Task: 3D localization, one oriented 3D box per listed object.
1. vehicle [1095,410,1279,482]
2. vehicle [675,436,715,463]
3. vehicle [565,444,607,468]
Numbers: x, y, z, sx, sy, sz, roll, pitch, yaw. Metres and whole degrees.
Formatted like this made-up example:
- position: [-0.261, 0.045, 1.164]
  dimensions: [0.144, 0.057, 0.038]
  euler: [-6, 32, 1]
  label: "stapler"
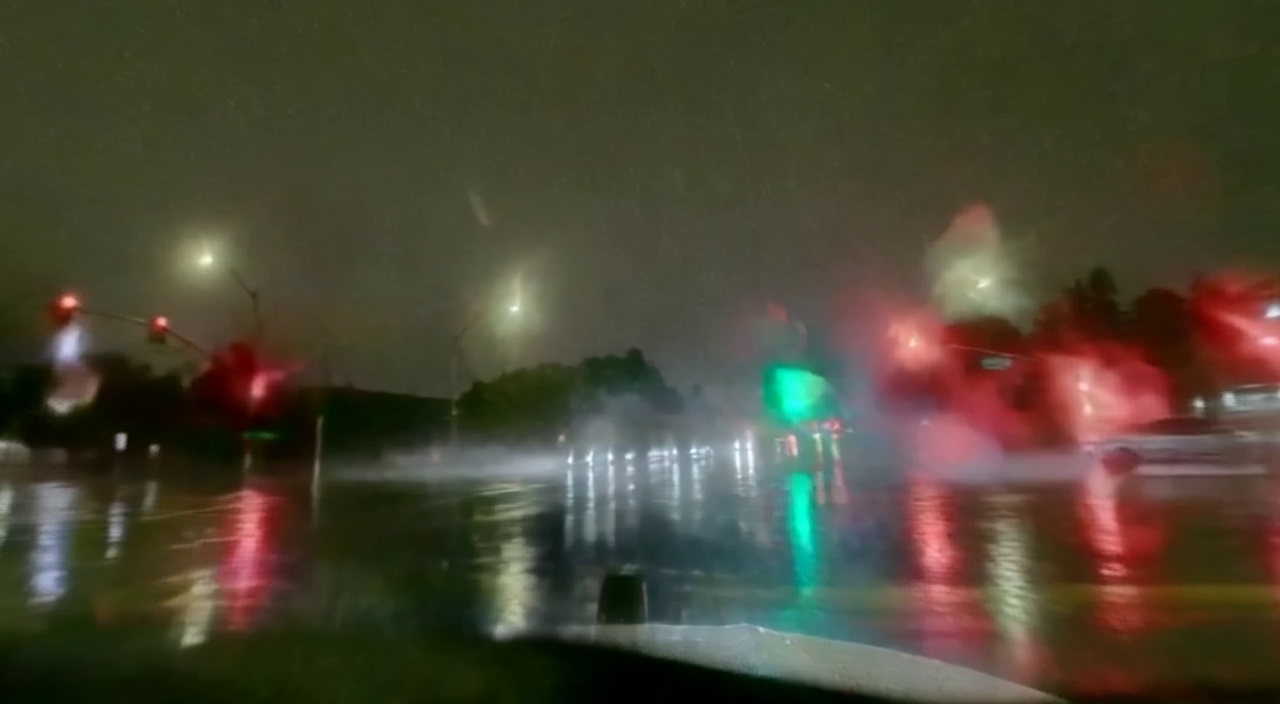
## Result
- position: [14.900, 2.443, 16.372]
  dimensions: [4.652, 1.674, 1.998]
  euler: [-8, -12, 43]
  label: "vehicle"
- position: [3.585, 6.229, 40.419]
  dimensions: [2.034, 1.663, 4.025]
  euler: [-2, -9, 12]
  label: "vehicle"
- position: [-3.586, 6.982, 42.624]
  dimensions: [1.786, 1.499, 3.797]
  euler: [-2, -9, 12]
  label: "vehicle"
